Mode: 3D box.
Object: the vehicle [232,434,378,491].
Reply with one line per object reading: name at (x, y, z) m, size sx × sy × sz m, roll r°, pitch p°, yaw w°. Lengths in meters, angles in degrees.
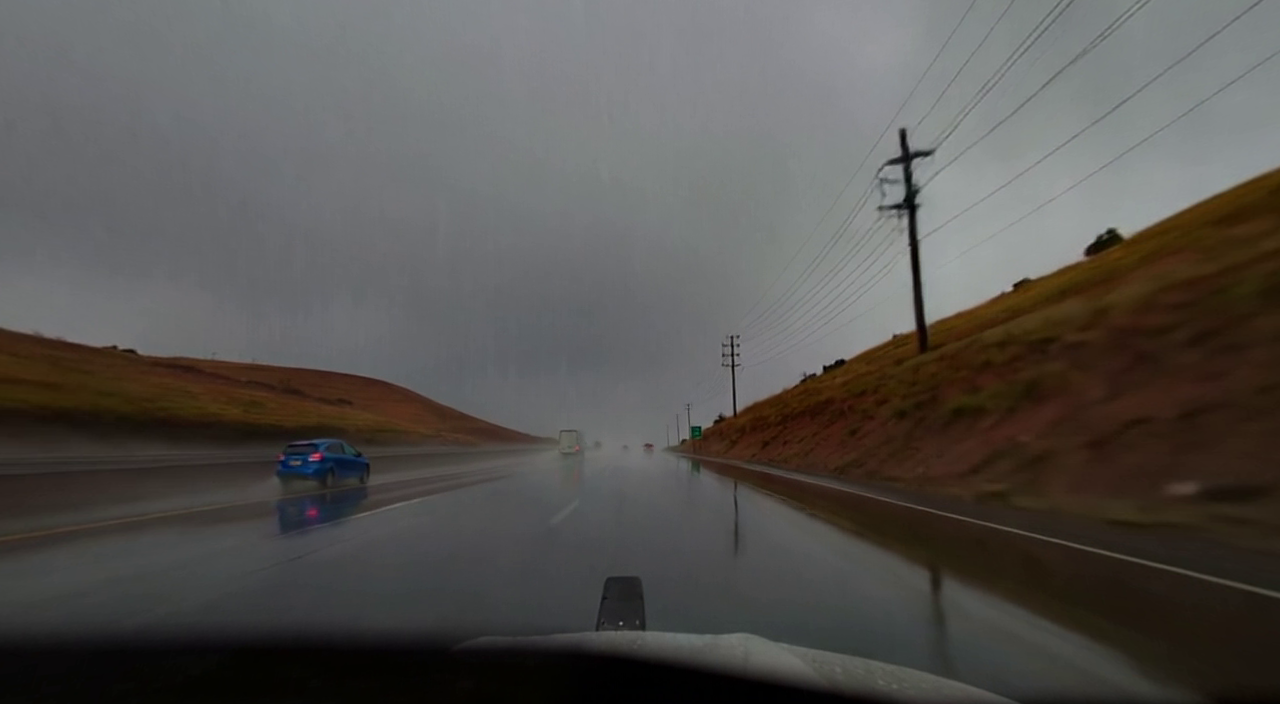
vehicle at (-10.455, 3.479, 20.199) m, size 1.971 × 1.558 × 4.847 m, roll 0°, pitch -9°, yaw 0°
